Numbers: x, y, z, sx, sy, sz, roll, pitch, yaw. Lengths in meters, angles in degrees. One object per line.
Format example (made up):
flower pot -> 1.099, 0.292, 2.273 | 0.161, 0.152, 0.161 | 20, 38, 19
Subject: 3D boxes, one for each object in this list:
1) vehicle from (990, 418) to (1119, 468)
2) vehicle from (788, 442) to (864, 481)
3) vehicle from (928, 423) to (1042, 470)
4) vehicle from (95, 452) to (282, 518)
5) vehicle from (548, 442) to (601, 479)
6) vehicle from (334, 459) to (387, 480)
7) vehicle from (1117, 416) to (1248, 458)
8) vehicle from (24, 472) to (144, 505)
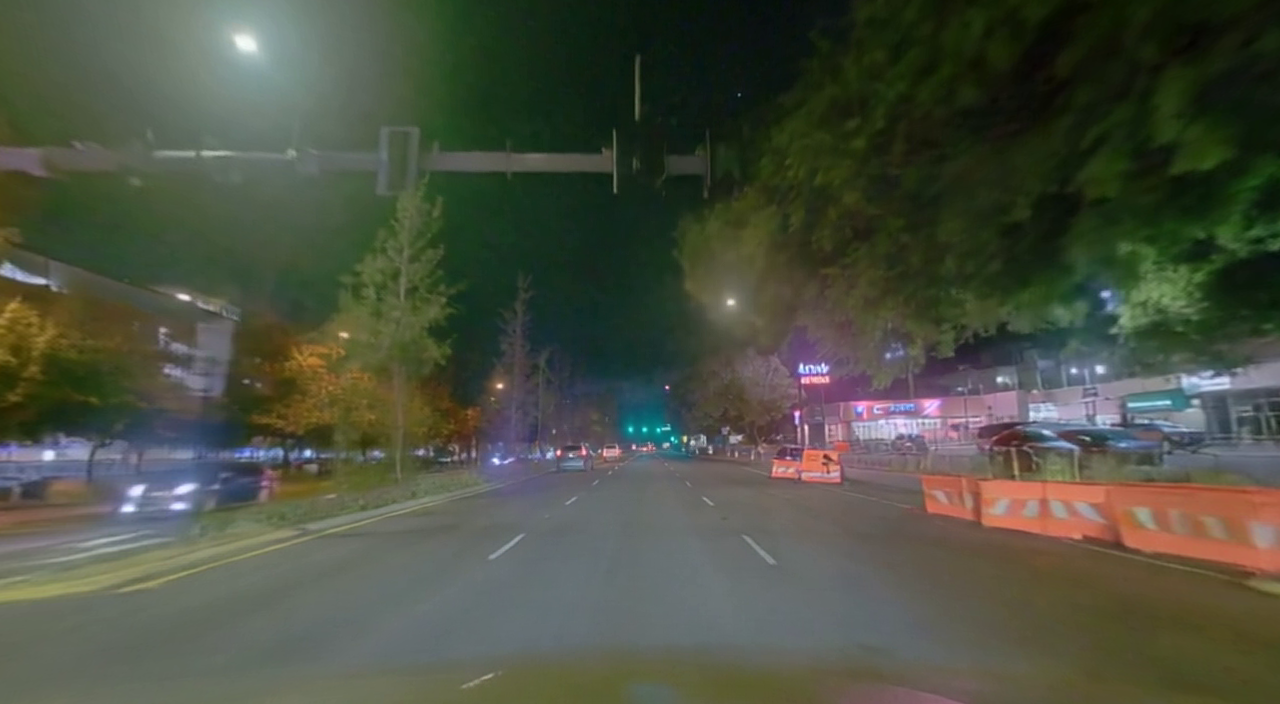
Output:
vehicle -> 16.076, 3.577, 24.794 | 1.984, 1.774, 4.406 | 0, -8, -1
vehicle -> 7.436, 4.388, 25.664 | 1.799, 1.399, 4.317 | -1, -8, 0
vehicle -> 13.531, 3.753, 25.091 | 1.916, 1.683, 4.516 | 0, -8, -1
vehicle -> -12.079, 3.548, 17.323 | 1.917, 1.495, 4.309 | 0, -8, 1
vehicle -> -2.772, 4.712, 27.646 | 1.926, 1.442, 4.231 | 0, -8, 0
vehicle -> -21.852, 9.205, 49.516 | 1.955, 1.447, 4.911 | -1, -8, 0
vehicle -> 25.814, 4.110, 30.271 | 2.043, 1.803, 4.774 | 0, -8, 0
vehicle -> -30.304, 7.395, 34.465 | 4.708, 1.457, 1.821 | 8, -12, -43
